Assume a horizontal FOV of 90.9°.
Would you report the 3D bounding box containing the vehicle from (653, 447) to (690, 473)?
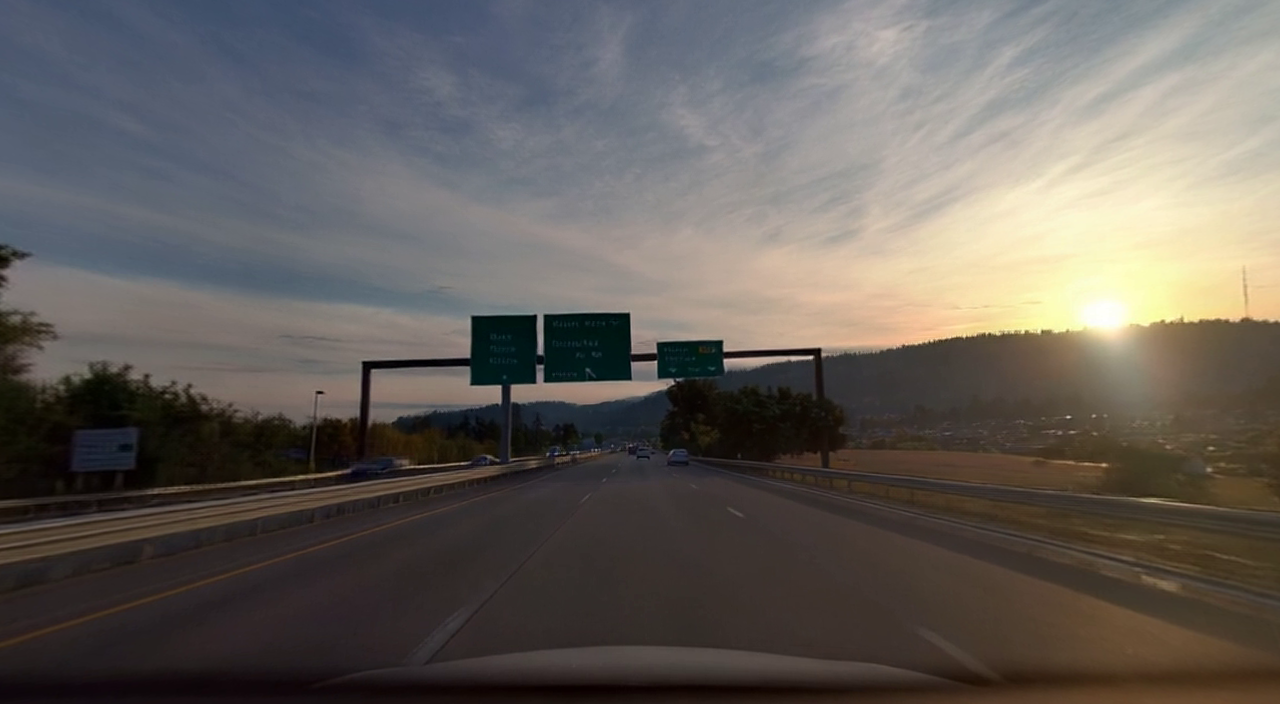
[{"bbox_3d":[1.874,6.515,38.145,2.036,1.457,3.471,0,-9,0],"label":"vehicle"}]
